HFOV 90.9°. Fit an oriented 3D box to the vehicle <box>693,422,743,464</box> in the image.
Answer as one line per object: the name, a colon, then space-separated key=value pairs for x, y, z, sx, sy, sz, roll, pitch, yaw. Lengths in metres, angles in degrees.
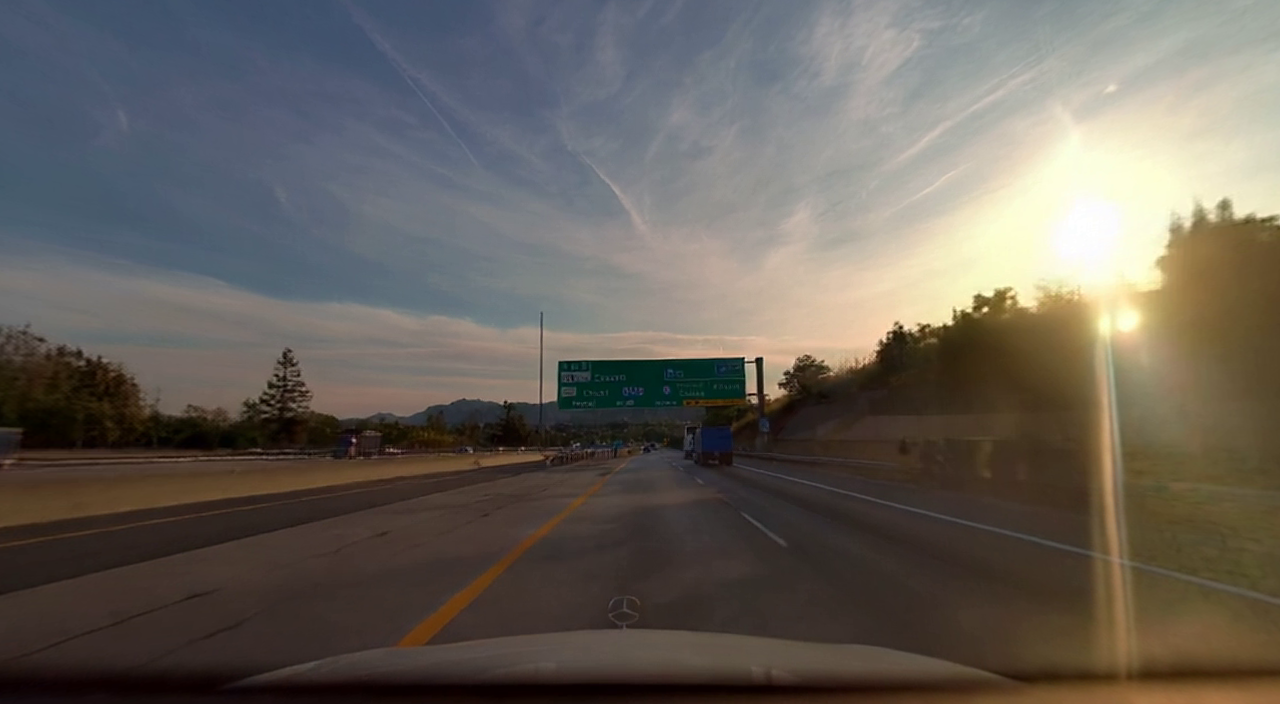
vehicle: x=5.005 y=6.001 z=41.530 sx=2.430 sy=2.495 sz=6.062 roll=0 pitch=-9 yaw=0
